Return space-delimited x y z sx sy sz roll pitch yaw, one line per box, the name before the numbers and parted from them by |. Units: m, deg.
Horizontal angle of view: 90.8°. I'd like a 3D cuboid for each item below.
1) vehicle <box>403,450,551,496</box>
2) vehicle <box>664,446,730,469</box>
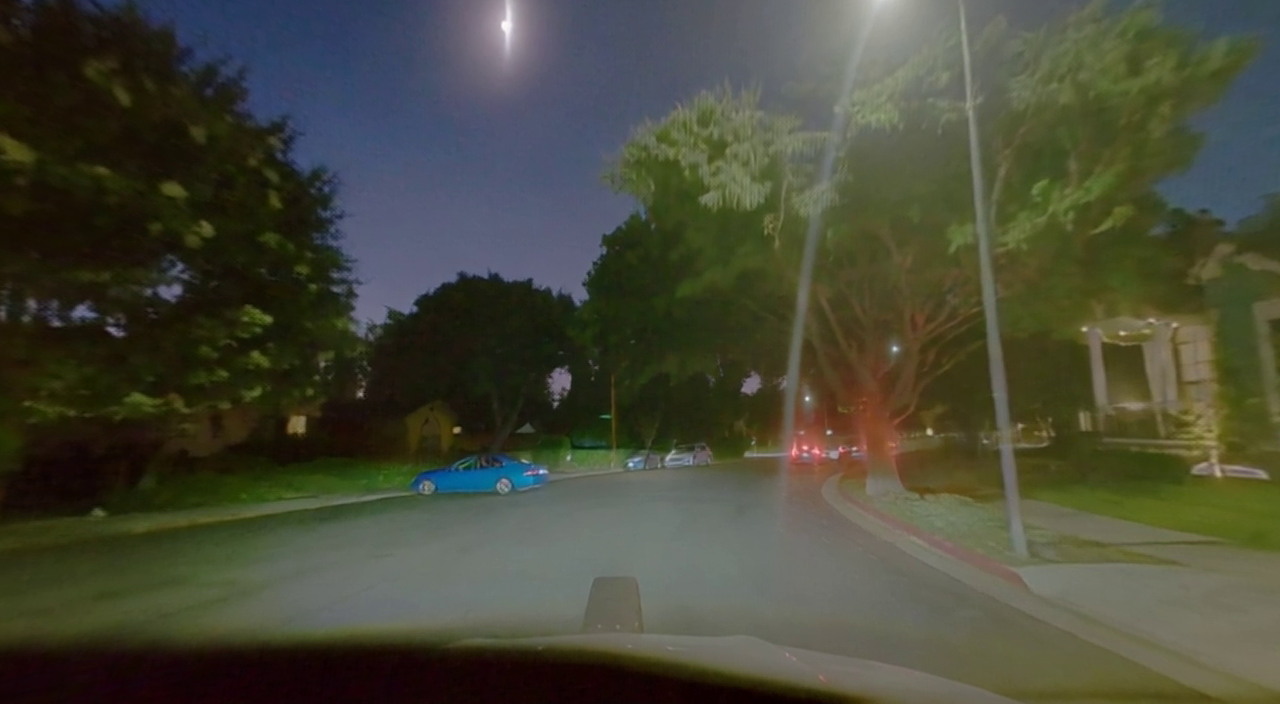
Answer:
vehicle | -5.670 4.211 22.265 4.653 1.480 1.871 -2 -9 10
vehicle | 4.422 8.178 49.082 4.692 1.660 1.879 -3 -9 21
